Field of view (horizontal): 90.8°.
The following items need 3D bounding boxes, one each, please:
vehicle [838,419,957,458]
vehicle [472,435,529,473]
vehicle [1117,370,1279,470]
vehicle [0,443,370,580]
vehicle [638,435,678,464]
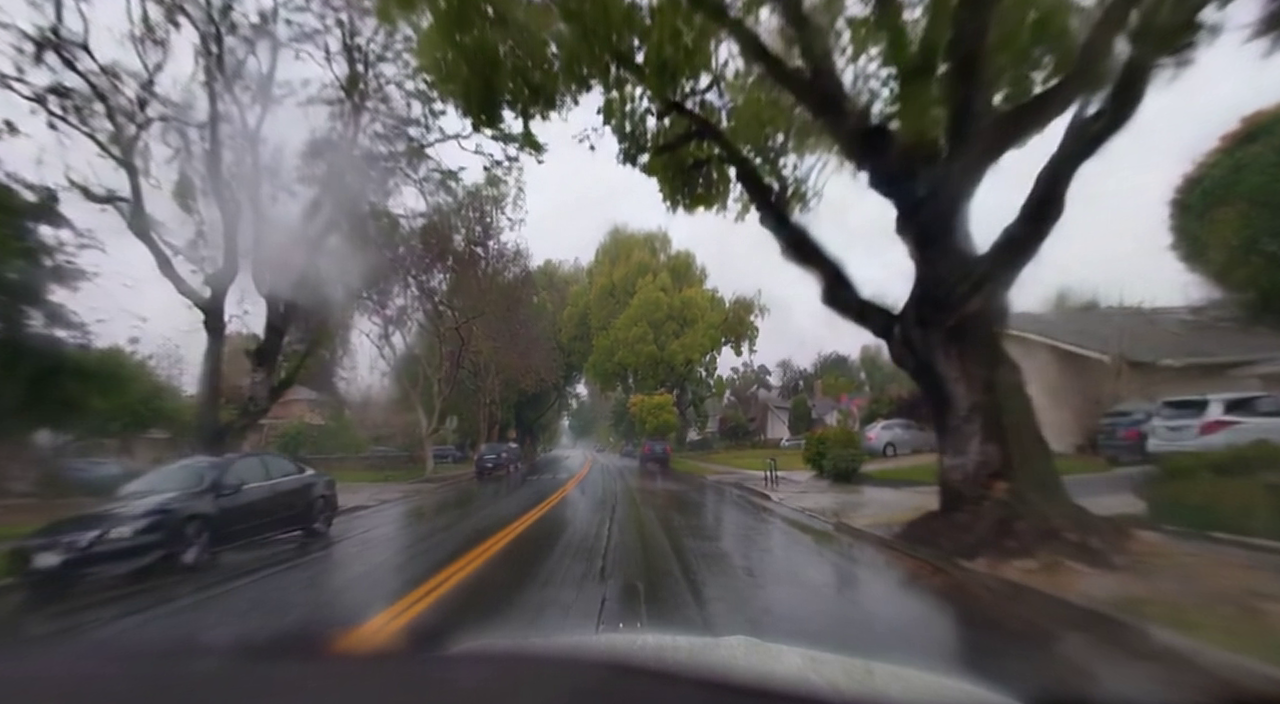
[{"bbox_3d":[12.665,4.302,31.274,4.938,1.830,2.024,0,-9,-1],"label":"vehicle"},{"bbox_3d":[-7.357,5.470,33.857,2.102,1.801,5.574,0,-9,-3],"label":"vehicle"},{"bbox_3d":[13.147,1.480,13.402,4.392,1.944,1.917,0,-9,0],"label":"vehicle"},{"bbox_3d":[-6.258,2.171,9.566,2.004,1.400,5.505,-2,-9,-1],"label":"vehicle"},{"bbox_3d":[1.043,6.027,39.275,2.007,1.702,4.430,0,-8,-4],"label":"vehicle"}]
